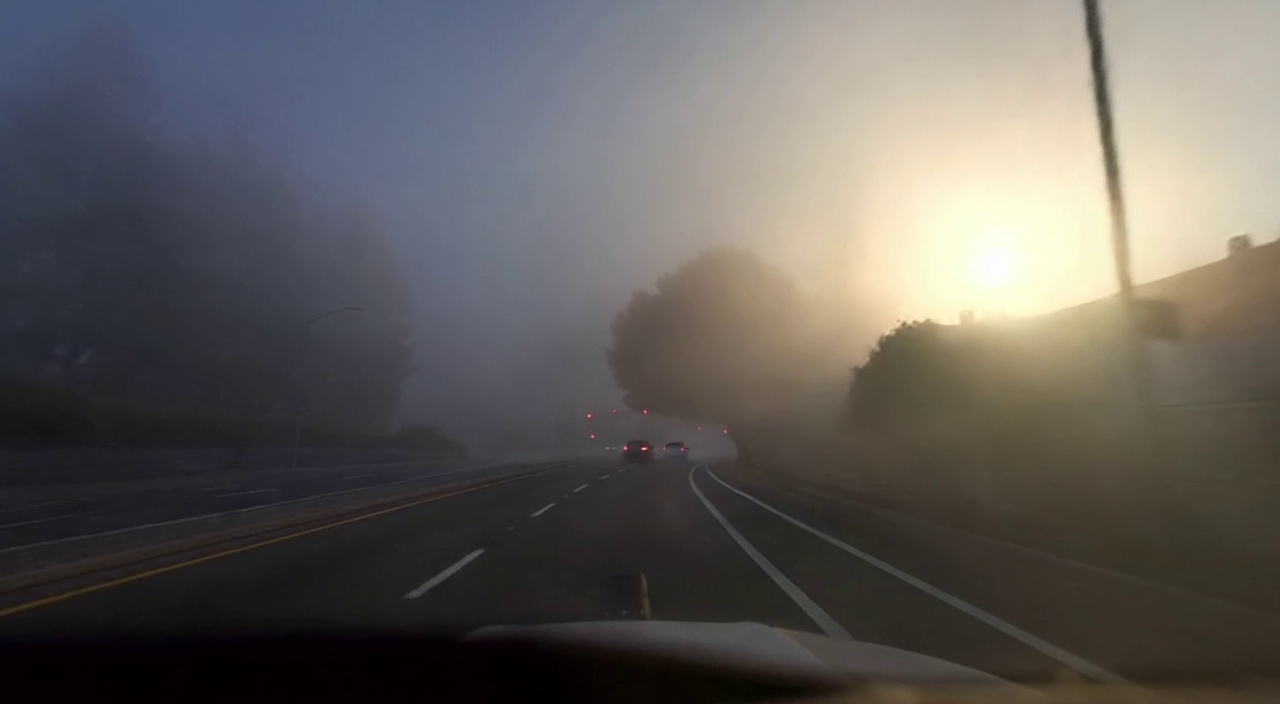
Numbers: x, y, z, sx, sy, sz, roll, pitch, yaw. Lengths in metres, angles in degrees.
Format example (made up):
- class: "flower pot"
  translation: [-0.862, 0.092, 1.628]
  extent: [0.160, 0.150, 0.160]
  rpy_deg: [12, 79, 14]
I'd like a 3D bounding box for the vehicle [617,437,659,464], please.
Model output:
- class: "vehicle"
  translation: [-0.083, 6.852, 43.743]
  extent: [2.152, 1.822, 4.391]
  rpy_deg: [-2, -9, 11]
